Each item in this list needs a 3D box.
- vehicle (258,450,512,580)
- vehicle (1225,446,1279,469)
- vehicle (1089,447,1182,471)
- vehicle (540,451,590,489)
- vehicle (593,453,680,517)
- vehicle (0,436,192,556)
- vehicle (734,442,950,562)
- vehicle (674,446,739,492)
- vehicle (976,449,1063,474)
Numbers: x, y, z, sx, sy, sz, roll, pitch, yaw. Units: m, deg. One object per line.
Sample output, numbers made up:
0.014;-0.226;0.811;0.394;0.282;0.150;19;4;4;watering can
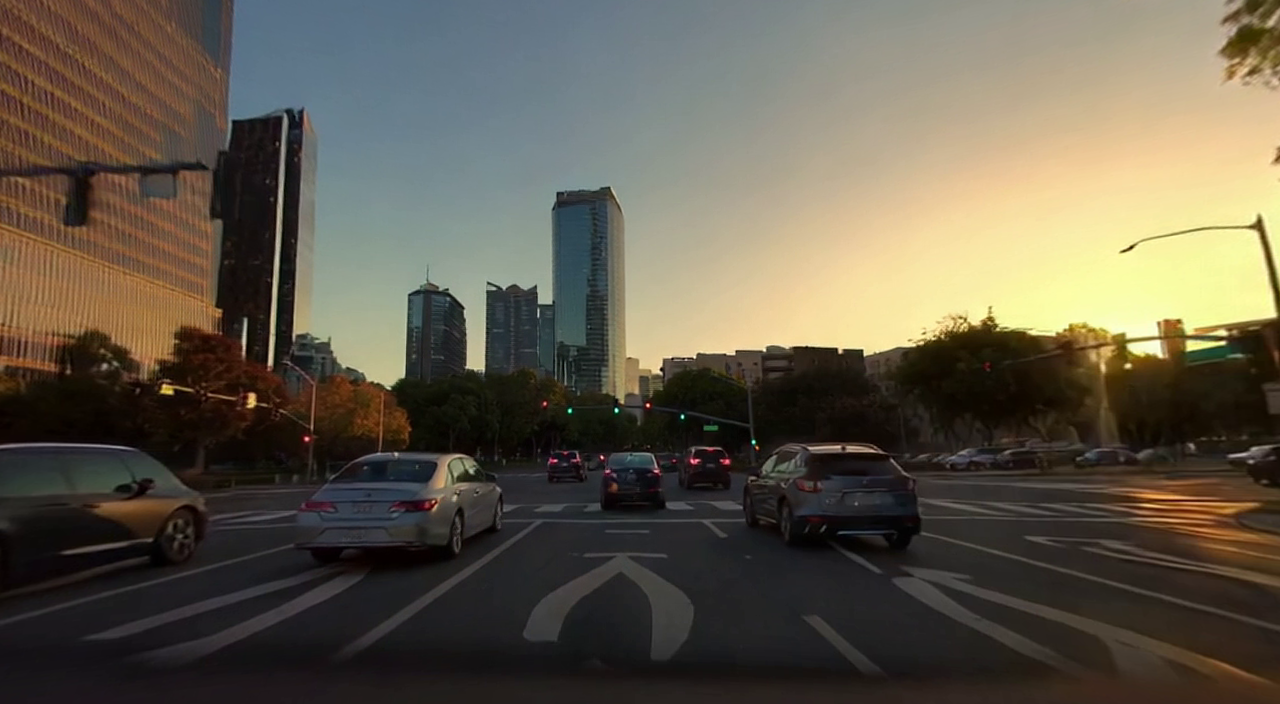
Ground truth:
-3.436;2.258;9.677;2.045;1.463;4.490;0;-8;0;vehicle
40.027;6.624;39.724;4.644;1.430;1.781;0;-8;-1;vehicle
31.108;6.741;39.743;4.357;1.444;1.783;0;-8;-2;vehicle
-3.719;5.903;31.997;2.033;1.714;4.278;0;-8;0;vehicle
-0.123;3.529;17.259;2.098;1.461;3.958;0;-8;-1;vehicle
-10.179;2.325;10.775;1.934;1.713;4.281;0;-8;-1;vehicle
3.060;2.363;10.921;1.996;1.566;4.917;0;-8;-2;vehicle
2.724;4.892;26.938;2.138;1.778;4.422;0;-8;-2;vehicle
23.741;6.843;39.603;4.255;1.465;1.936;0;-9;-3;vehicle
